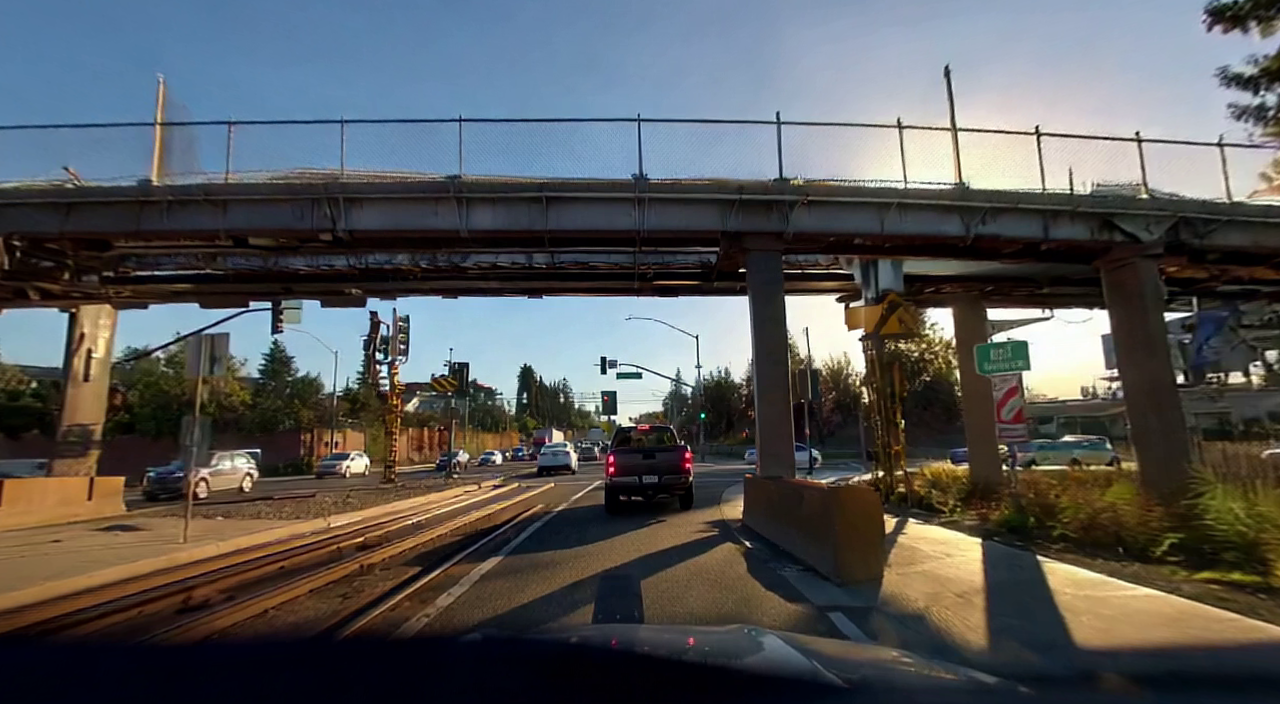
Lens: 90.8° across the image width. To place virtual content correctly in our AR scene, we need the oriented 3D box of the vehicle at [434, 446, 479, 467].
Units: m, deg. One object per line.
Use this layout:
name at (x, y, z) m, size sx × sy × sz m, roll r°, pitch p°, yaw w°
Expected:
vehicle at (-13.497, 7.708, 46.787) m, size 2.027 × 1.482 × 4.711 m, roll 0°, pitch -9°, yaw -1°

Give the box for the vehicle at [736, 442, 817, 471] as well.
vehicle at (7.722, 5.850, 35.598) m, size 4.412 × 1.494 × 2.136 m, roll 7°, pitch -11°, yaw -39°

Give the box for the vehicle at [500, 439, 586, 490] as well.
vehicle at (-3.079, 3.698, 21.084) m, size 2.004 × 1.482 × 4.799 m, roll 0°, pitch -9°, yaw 1°

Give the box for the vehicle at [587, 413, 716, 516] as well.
vehicle at (0.286, 2.511, 14.546) m, size 2.404 × 1.926 × 5.251 m, roll 0°, pitch -9°, yaw 2°

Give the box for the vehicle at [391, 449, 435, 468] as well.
vehicle at (-17.498, 8.222, 48.877) m, size 1.880 × 1.377 × 4.201 m, roll 0°, pitch -9°, yaw -1°

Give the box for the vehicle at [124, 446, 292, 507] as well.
vehicle at (-12.853, 3.696, 19.276) m, size 1.945 × 1.590 × 4.651 m, roll 0°, pitch -9°, yaw -2°

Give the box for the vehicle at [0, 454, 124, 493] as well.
vehicle at (-32.823, 6.748, 35.252) m, size 6.105 × 1.989 × 2.432 m, roll -1°, pitch -8°, yaw 5°

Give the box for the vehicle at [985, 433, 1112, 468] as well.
vehicle at (23.748, 5.742, 36.837) m, size 5.980 × 1.933 × 2.401 m, roll 1°, pitch -9°, yaw -8°

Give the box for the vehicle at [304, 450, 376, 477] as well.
vehicle at (-17.261, 6.394, 36.575) m, size 1.964 × 1.465 × 4.638 m, roll 0°, pitch -9°, yaw -1°
